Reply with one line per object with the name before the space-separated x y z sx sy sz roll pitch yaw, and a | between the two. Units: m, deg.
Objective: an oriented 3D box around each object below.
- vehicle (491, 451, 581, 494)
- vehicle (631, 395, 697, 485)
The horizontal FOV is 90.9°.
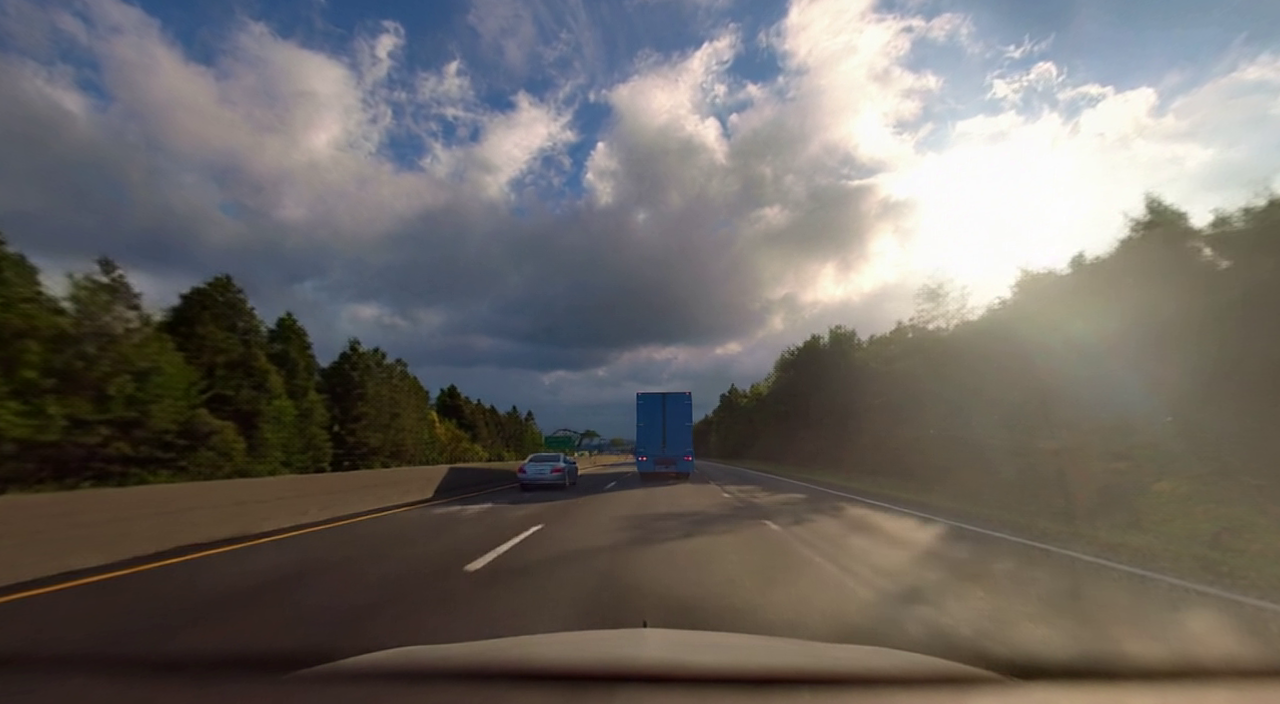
vehicle | -3.582 4.277 22.805 2.133 1.358 4.870 -1 -9 4
vehicle | 1.324 4.524 31.835 2.821 3.878 8.925 -1 -9 4
